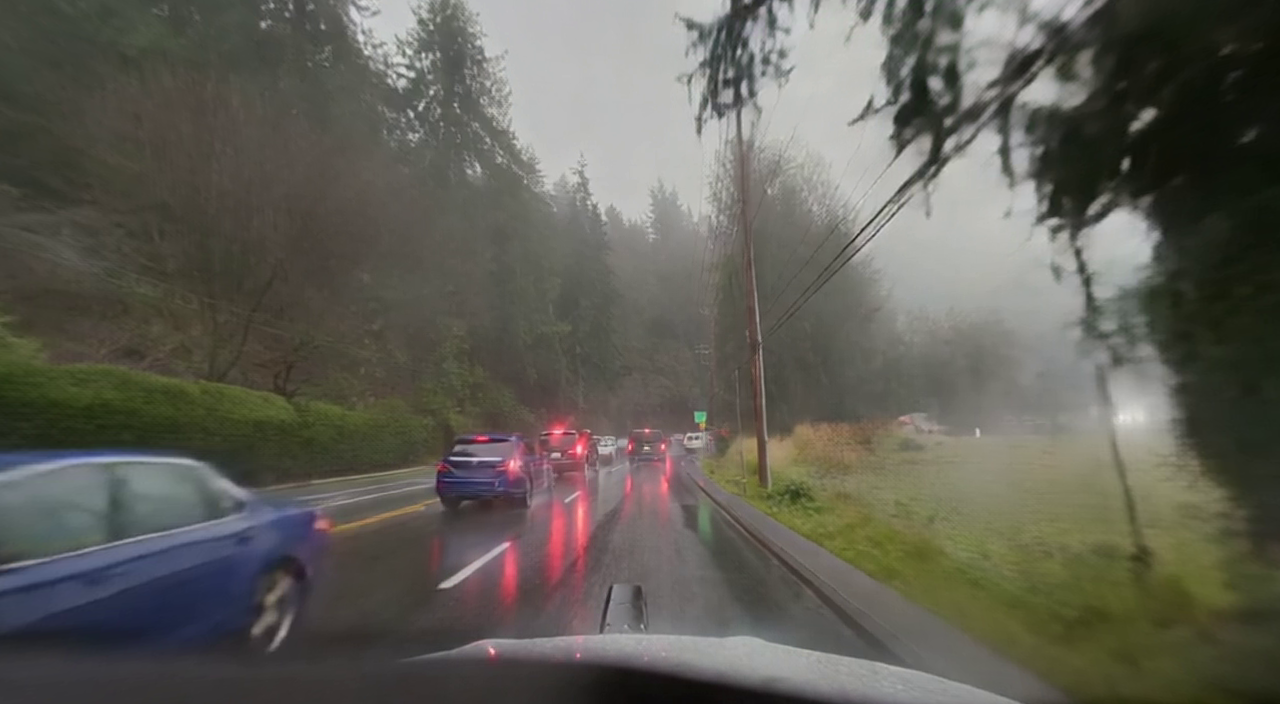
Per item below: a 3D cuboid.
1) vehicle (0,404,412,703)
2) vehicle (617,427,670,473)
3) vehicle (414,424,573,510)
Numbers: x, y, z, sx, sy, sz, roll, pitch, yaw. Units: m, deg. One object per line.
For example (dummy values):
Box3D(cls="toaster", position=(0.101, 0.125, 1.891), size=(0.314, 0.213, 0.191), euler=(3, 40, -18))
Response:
Box3D(cls="vehicle", position=(-3.212, 1.046, 2.969), size=(2.260, 1.465, 4.972), euler=(0, -8, 2))
Box3D(cls="vehicle", position=(0.239, 4.402, 28.517), size=(2.241, 1.912, 4.095), euler=(0, -8, 3))
Box3D(cls="vehicle", position=(-2.959, 2.462, 14.028), size=(2.180, 1.546, 4.755), euler=(0, -8, 3))
